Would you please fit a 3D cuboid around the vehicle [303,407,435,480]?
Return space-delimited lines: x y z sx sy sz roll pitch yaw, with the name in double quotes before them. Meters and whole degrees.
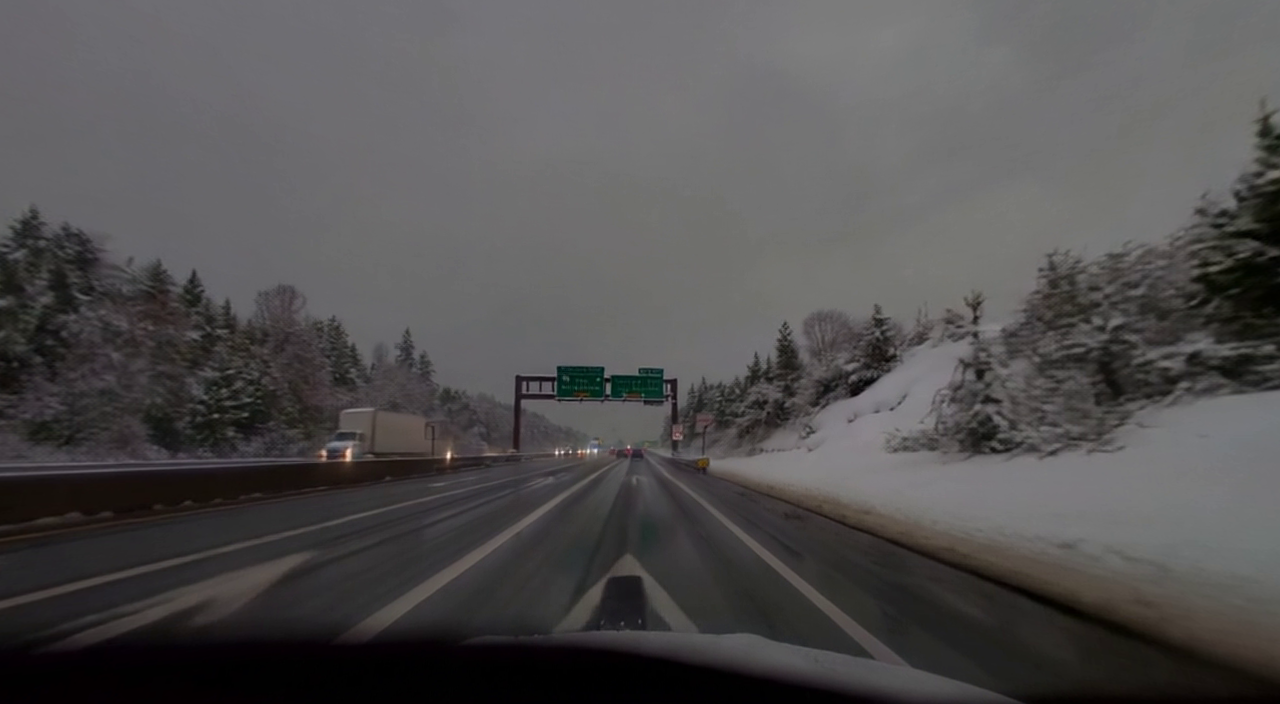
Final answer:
"vehicle" -14.982 5.292 36.112 2.988 3.568 10.170 0 -9 0

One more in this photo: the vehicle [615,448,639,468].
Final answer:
"vehicle" -1.001 8.320 49.561 1.807 1.427 3.645 0 -9 -1
